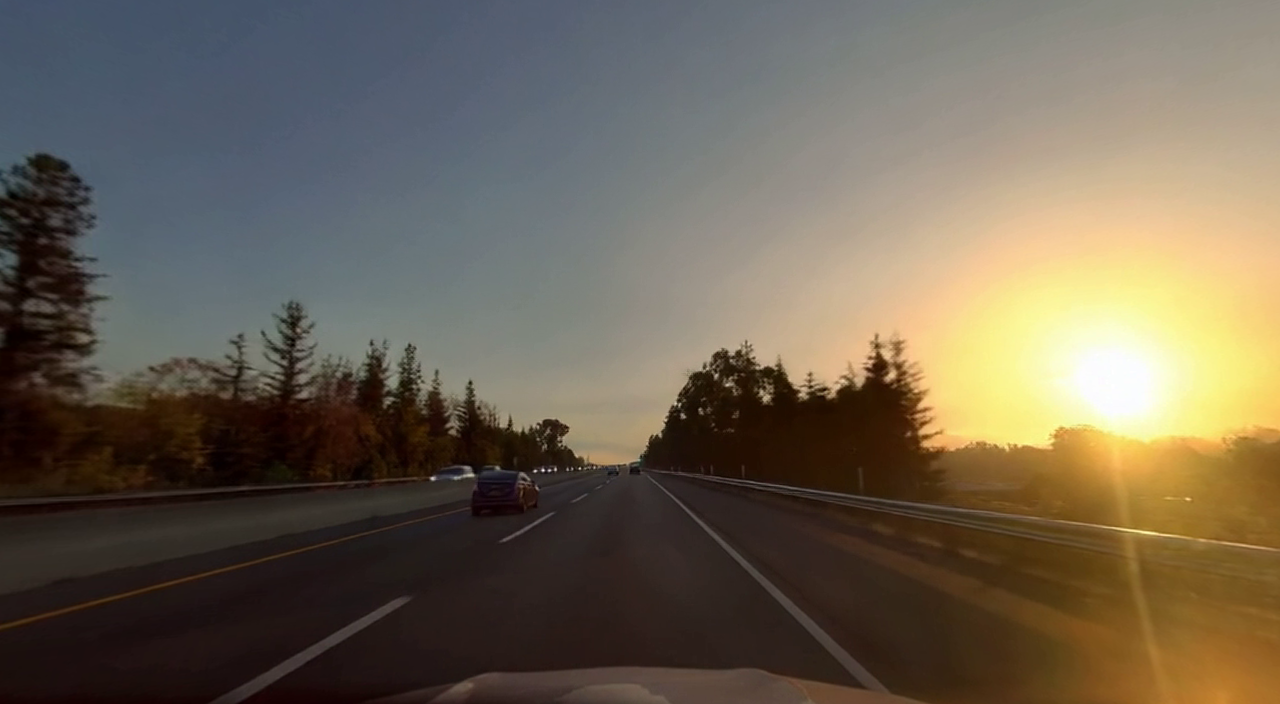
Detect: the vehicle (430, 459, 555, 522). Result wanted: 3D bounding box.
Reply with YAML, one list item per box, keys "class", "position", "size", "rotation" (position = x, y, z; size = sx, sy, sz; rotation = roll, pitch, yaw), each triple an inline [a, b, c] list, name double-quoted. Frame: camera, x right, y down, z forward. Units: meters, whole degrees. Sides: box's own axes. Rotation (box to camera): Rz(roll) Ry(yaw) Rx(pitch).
- class: "vehicle"
  position: [-3.834, 3.737, 17.445]
  size: [2.146, 1.441, 5.020]
  rotation: [1, -10, 1]
